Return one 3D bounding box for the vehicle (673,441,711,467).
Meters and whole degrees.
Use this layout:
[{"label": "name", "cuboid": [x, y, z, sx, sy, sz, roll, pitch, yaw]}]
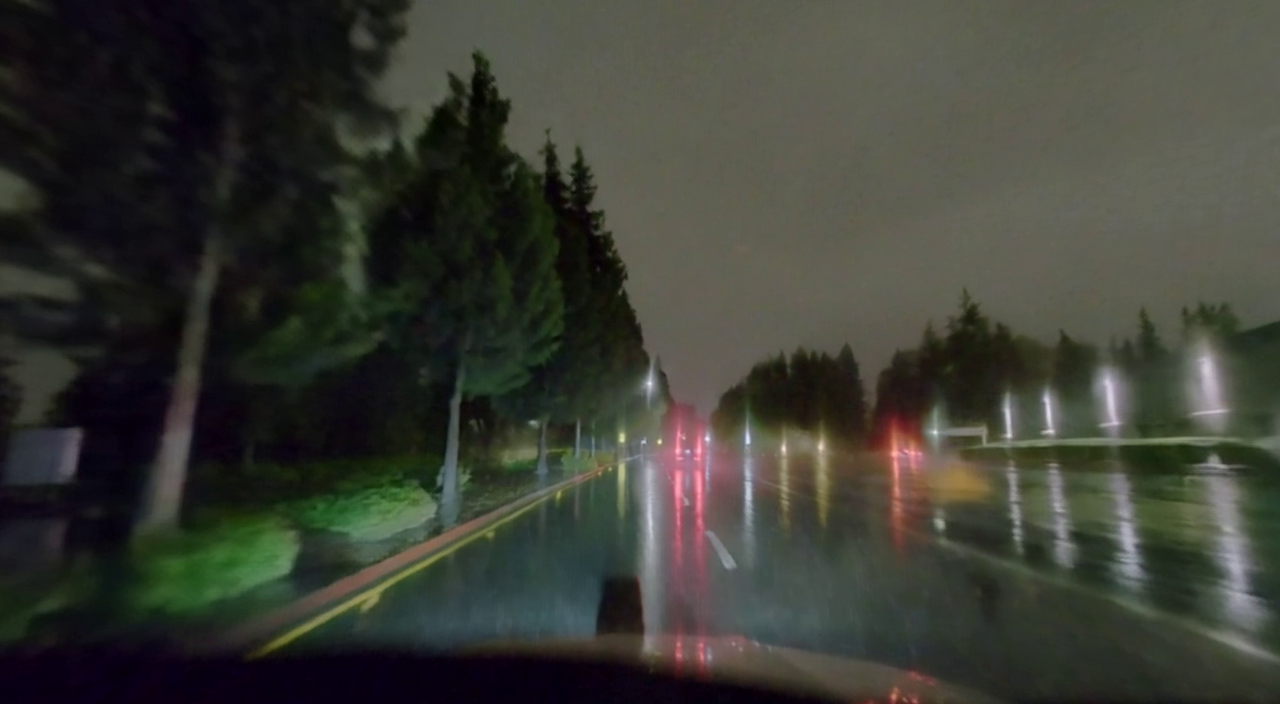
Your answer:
[{"label": "vehicle", "cuboid": [3.212, 6.484, 40.037, 2.044, 1.537, 4.528, 0, -8, 0]}]
